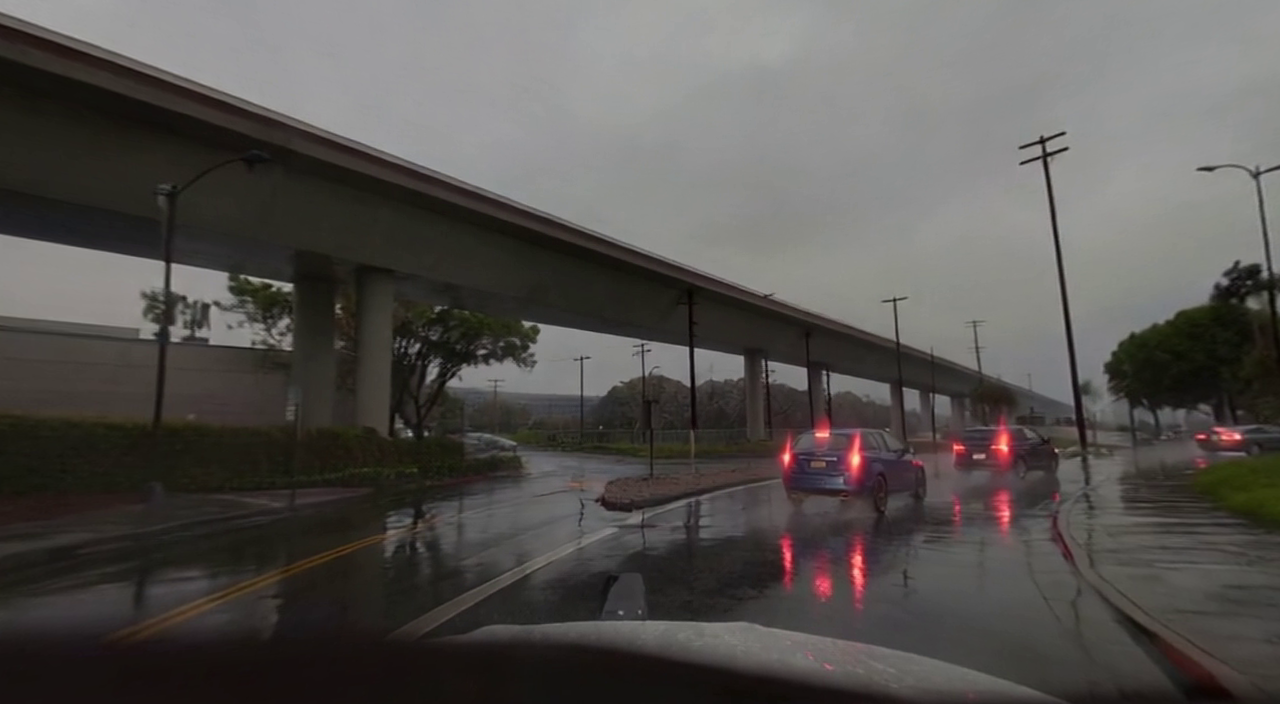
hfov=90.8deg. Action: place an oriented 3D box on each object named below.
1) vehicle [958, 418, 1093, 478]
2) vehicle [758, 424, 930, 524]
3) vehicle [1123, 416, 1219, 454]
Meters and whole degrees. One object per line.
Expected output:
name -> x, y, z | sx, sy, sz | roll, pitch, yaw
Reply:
vehicle -> 13.617, 3.358, 22.233 | 4.771, 1.885, 2.241 | 6, -10, -36
vehicle -> 4.247, 2.310, 12.607 | 2.087, 1.578, 4.652 | -6, -10, 32
vehicle -> 25.842, 4.062, 30.742 | 4.310, 1.762, 1.995 | 4, -10, -28
